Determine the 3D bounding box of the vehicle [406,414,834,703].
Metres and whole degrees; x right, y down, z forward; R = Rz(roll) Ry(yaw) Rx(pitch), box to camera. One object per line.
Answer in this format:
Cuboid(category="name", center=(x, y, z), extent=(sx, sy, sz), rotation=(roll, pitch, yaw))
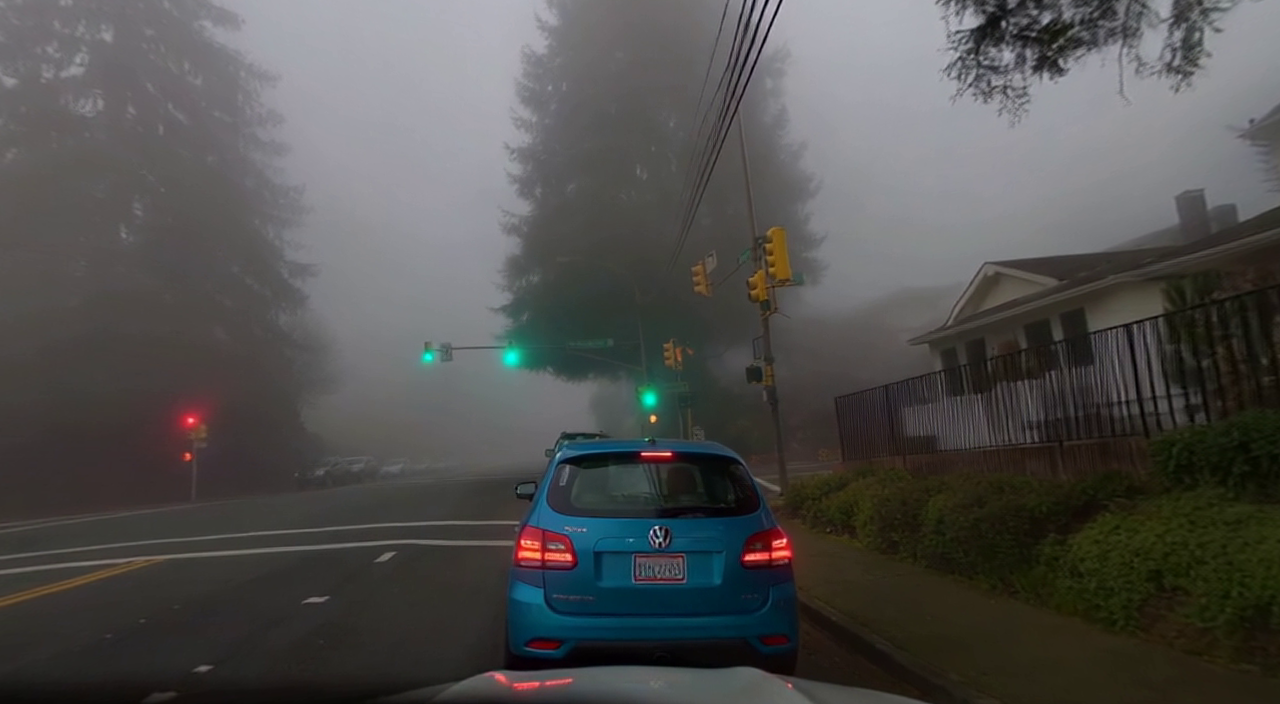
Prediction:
Cuboid(category="vehicle", center=(-0.261, 1.327, 4.888), extent=(2.024, 1.502, 3.702), rotation=(1, -9, -6))
